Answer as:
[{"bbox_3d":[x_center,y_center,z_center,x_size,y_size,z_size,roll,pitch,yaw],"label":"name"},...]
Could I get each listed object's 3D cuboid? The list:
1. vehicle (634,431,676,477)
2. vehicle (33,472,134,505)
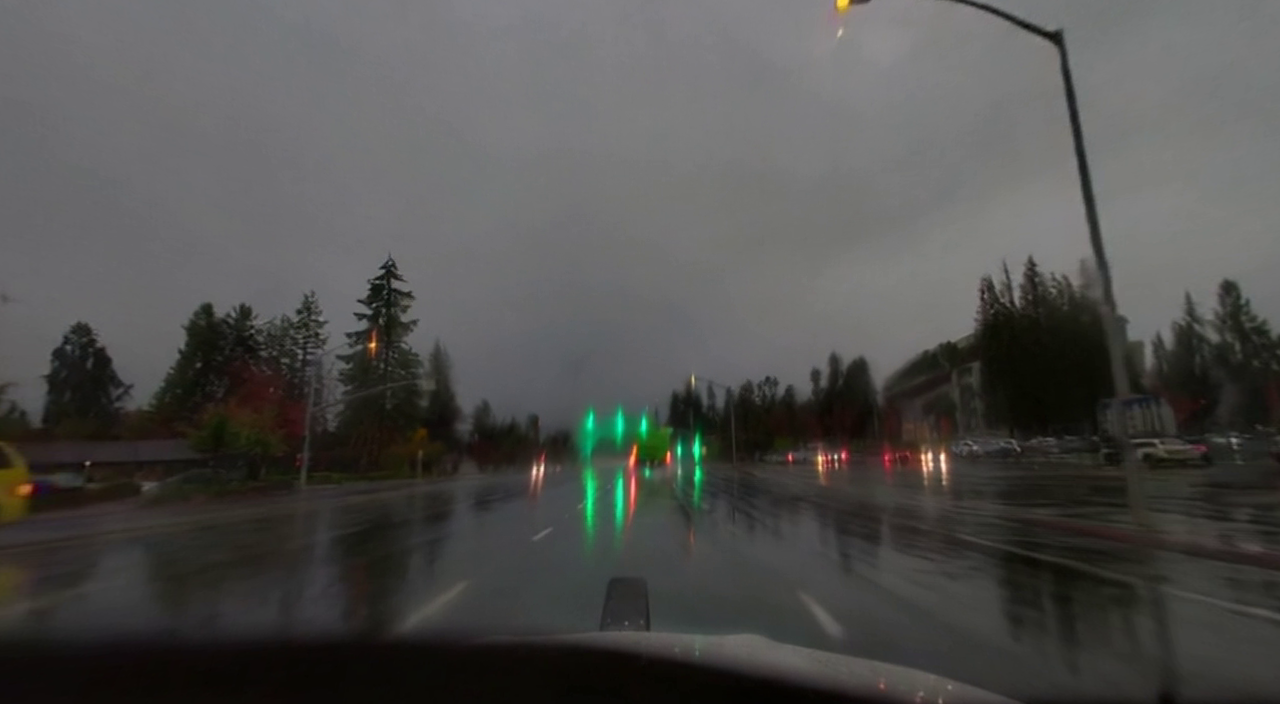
[{"bbox_3d":[0.977,7.854,48.385,2.843,3.120,10.422,0,-10,0],"label":"vehicle"},{"bbox_3d":[-33.962,8.328,38.670,1.812,1.472,4.739,-4,-8,2],"label":"vehicle"}]
